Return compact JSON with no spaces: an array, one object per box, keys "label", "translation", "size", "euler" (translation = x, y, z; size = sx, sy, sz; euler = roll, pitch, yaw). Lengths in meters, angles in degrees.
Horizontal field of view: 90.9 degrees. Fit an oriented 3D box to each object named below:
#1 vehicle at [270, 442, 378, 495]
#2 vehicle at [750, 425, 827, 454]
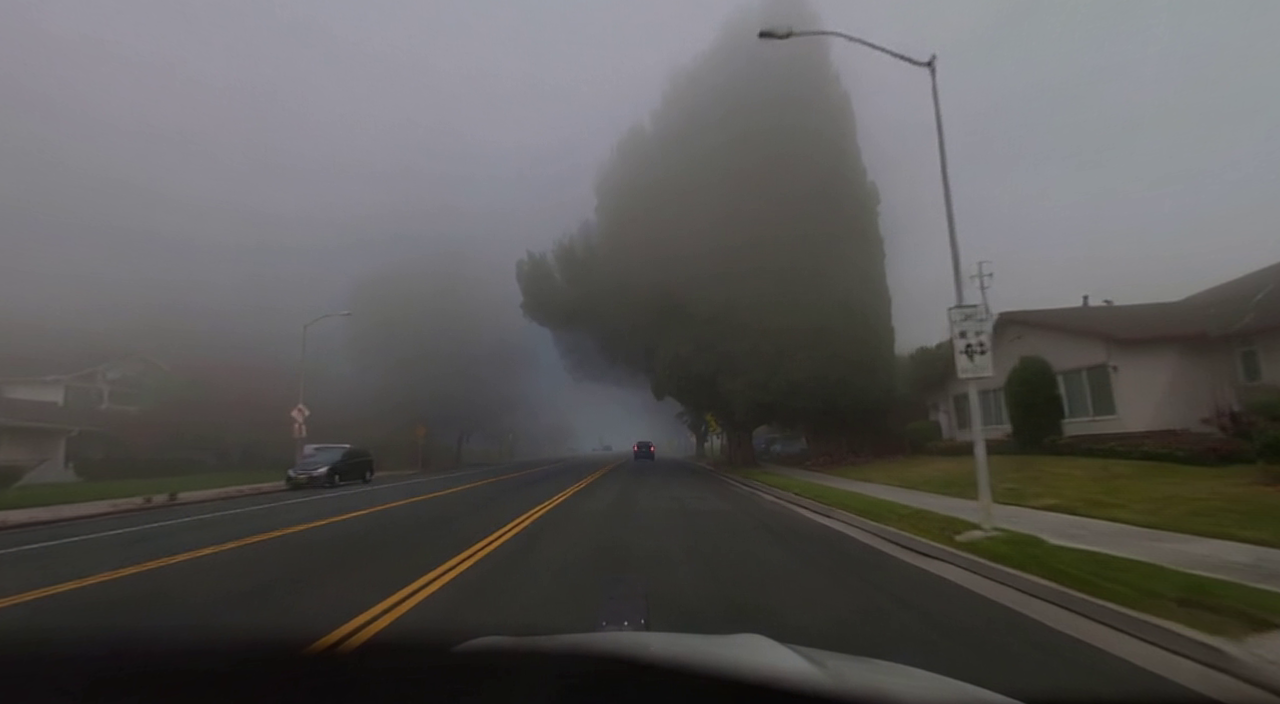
[{"label":"vehicle","translation":[-14.195,5.204,28.737],"size":[2.337,1.850,5.448],"euler":[-4,-7,-2]},{"label":"vehicle","translation":[10.324,6.155,44.111],"size":[4.746,1.485,1.916],"euler":[-6,-8,-1]}]
